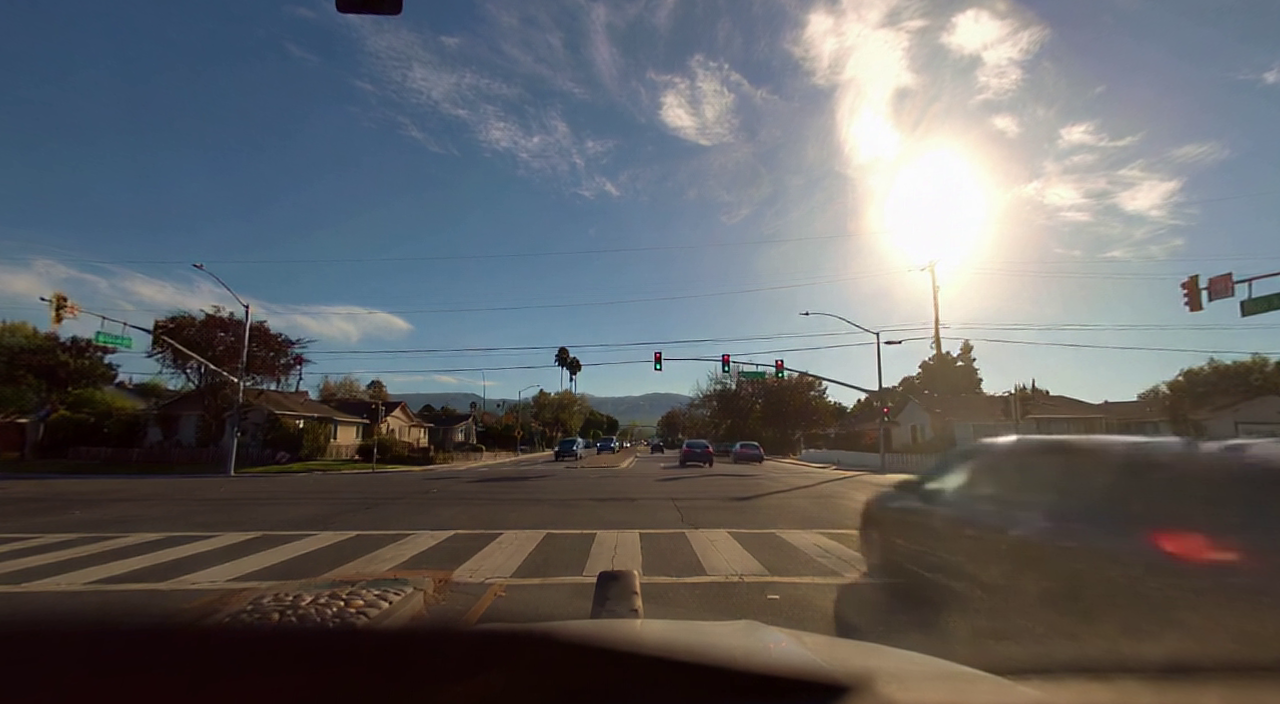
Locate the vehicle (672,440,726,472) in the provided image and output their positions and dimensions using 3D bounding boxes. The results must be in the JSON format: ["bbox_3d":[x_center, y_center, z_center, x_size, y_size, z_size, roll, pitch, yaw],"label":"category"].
[{"bbox_3d":[2.887,5.223,31.986,2.142,1.506,4.948,0,-9,-1],"label":"vehicle"}]

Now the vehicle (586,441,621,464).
[{"bbox_3d":[-2.384,6.714,42.286,2.045,1.484,3.991,0,-9,0],"label":"vehicle"}]

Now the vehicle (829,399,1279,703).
[{"bbox_3d":[3.043,1.235,4.493,1.947,1.467,4.455,0,-9,-1],"label":"vehicle"}]

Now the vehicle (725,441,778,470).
[{"bbox_3d":[6.180,5.801,35.597,2.074,1.530,4.565,0,-9,-1],"label":"vehicle"}]
